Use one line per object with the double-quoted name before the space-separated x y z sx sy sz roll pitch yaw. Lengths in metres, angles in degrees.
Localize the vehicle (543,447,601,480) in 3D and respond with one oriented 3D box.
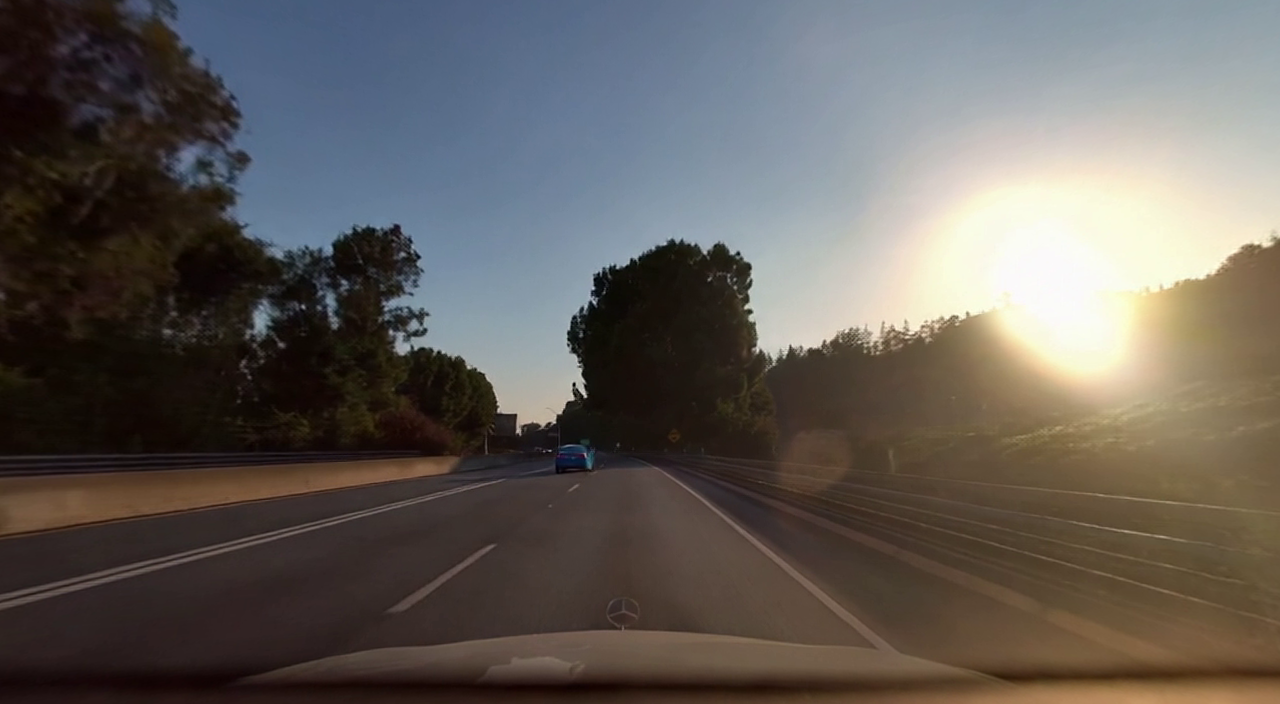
"vehicle" -3.088 5.182 29.531 2.126 1.411 4.433 -1 -9 2
